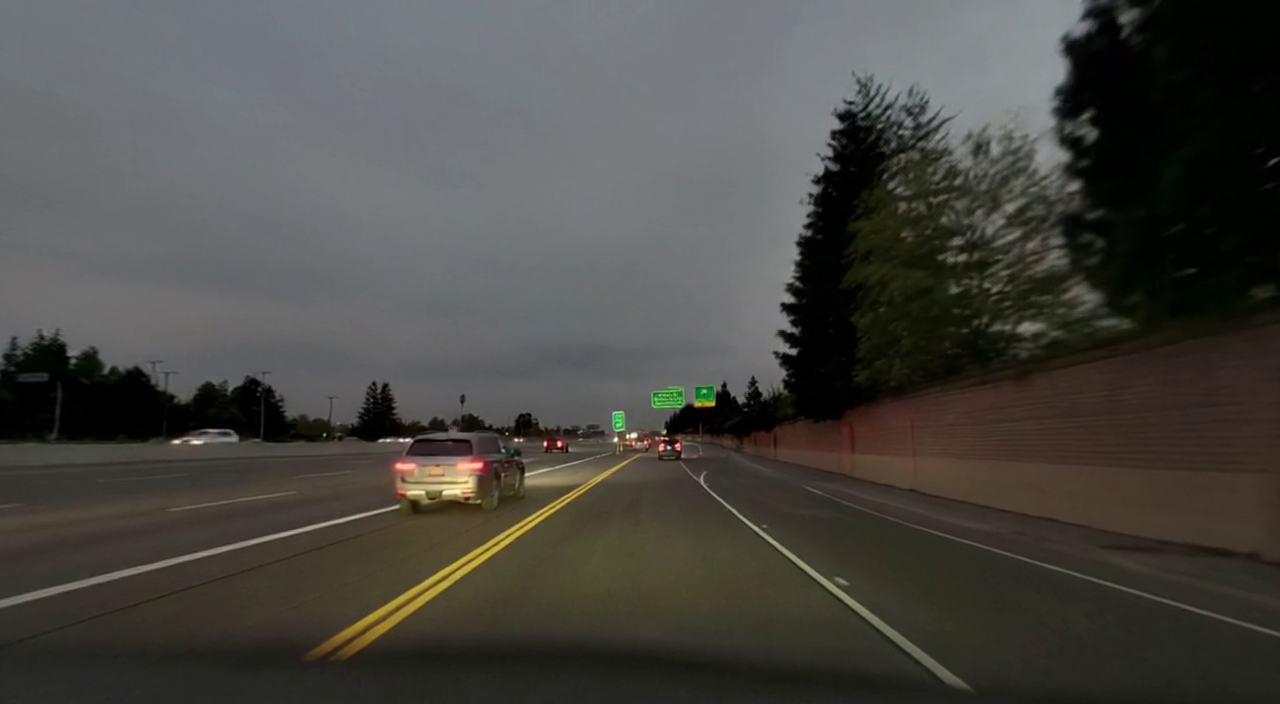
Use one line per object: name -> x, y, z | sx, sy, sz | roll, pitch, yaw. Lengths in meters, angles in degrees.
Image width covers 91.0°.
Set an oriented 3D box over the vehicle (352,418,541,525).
vehicle -> -3.526, 2.296, 12.665 | 2.151, 1.707, 4.759 | 0, -9, 2
